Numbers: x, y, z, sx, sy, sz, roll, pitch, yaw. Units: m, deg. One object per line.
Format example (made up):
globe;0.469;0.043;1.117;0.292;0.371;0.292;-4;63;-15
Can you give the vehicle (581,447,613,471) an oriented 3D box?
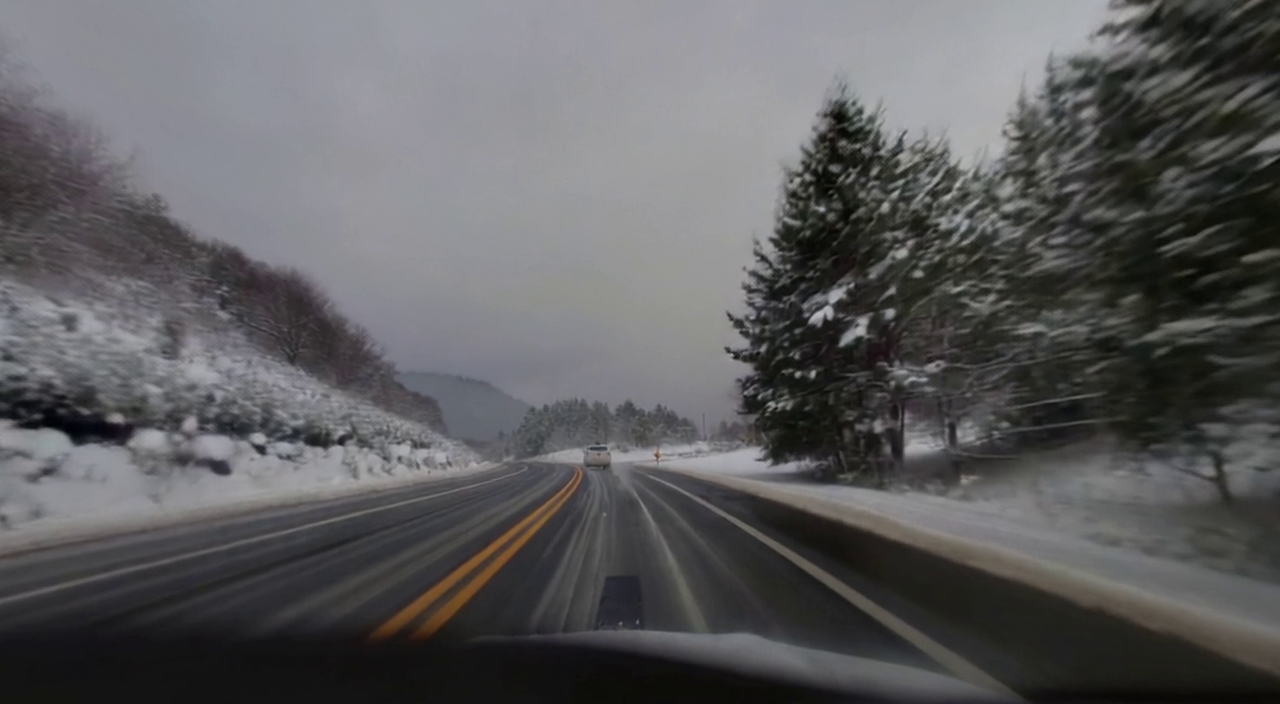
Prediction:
vehicle;-3.390;8.241;49.000;2.195;1.749;4.260;1;-9;-8
